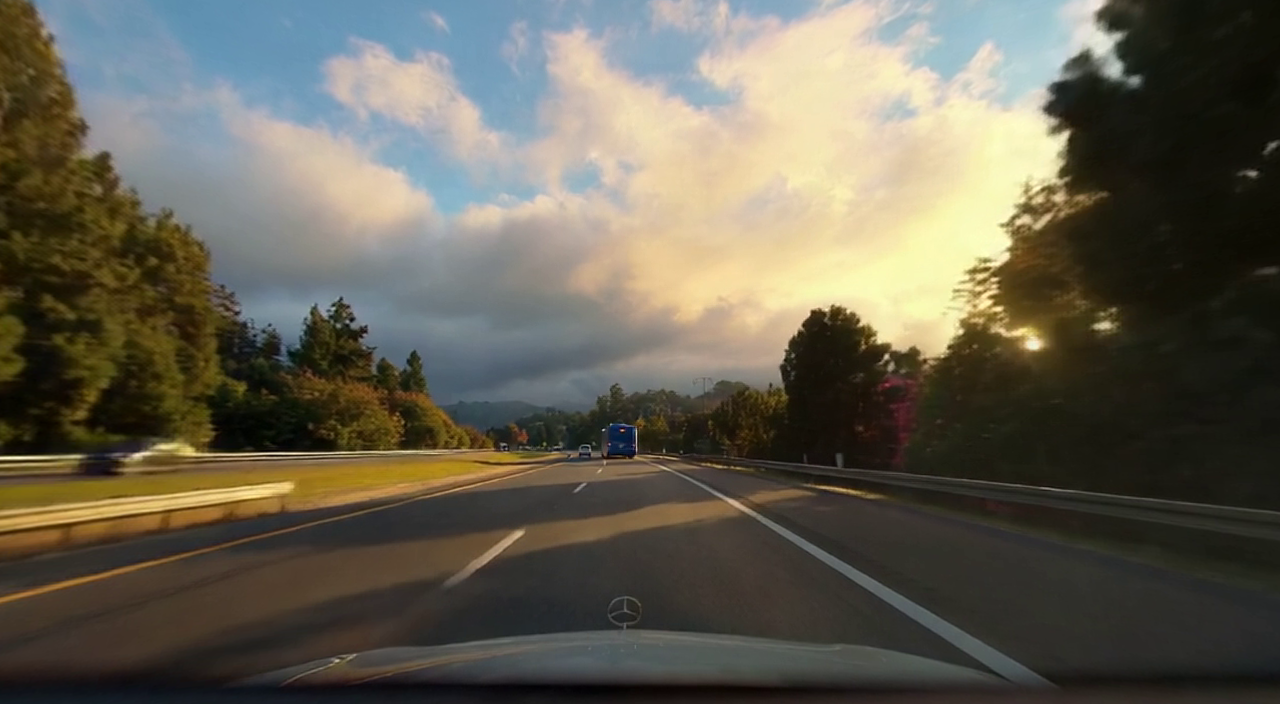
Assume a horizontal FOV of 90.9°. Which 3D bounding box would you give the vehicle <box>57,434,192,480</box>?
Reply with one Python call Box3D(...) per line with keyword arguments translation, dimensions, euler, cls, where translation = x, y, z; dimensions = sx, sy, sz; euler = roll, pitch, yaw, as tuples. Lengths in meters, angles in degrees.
Box3D(translation=(-19.631, 4.025, 24.260), dimensions=(1.810, 1.612, 4.003), euler=(0, -9, -1), cls="vehicle")
